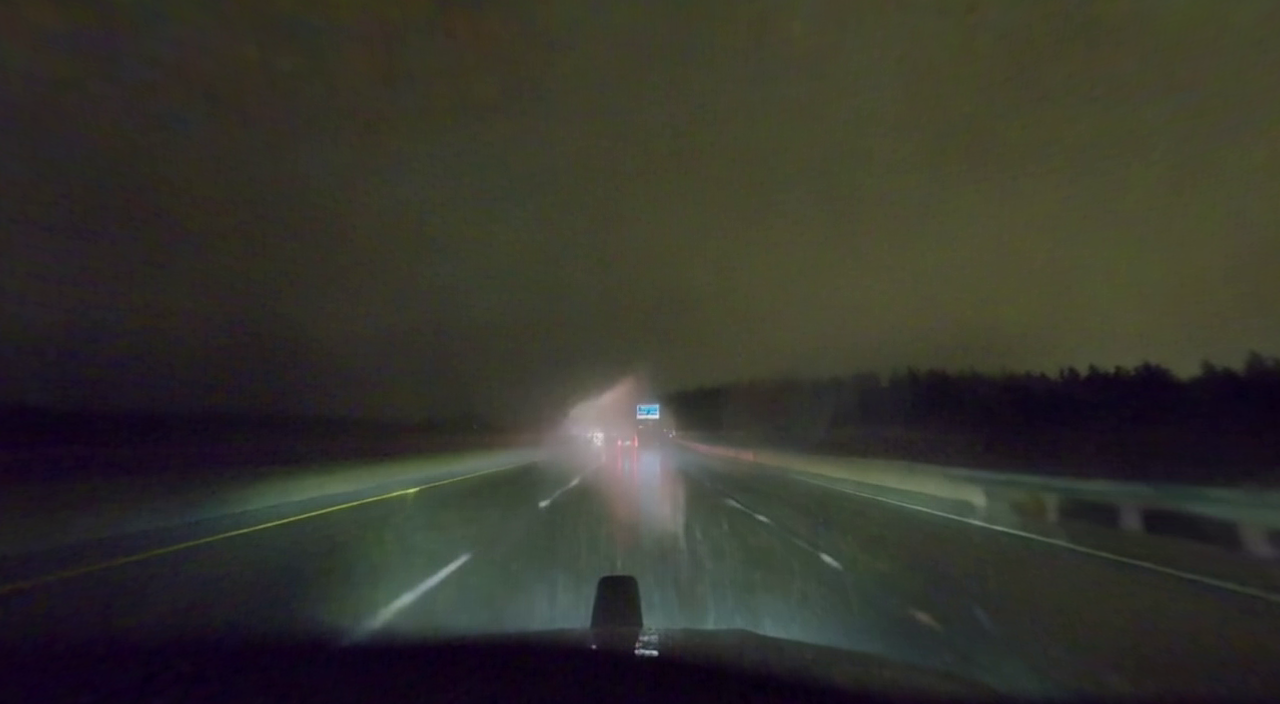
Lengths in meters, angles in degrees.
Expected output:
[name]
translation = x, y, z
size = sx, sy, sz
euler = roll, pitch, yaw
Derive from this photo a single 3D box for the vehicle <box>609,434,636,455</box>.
[vehicle]
translation = -1.335, 7.089, 48.628
size = 1.993, 1.519, 4.046
euler = 0, -8, -1
